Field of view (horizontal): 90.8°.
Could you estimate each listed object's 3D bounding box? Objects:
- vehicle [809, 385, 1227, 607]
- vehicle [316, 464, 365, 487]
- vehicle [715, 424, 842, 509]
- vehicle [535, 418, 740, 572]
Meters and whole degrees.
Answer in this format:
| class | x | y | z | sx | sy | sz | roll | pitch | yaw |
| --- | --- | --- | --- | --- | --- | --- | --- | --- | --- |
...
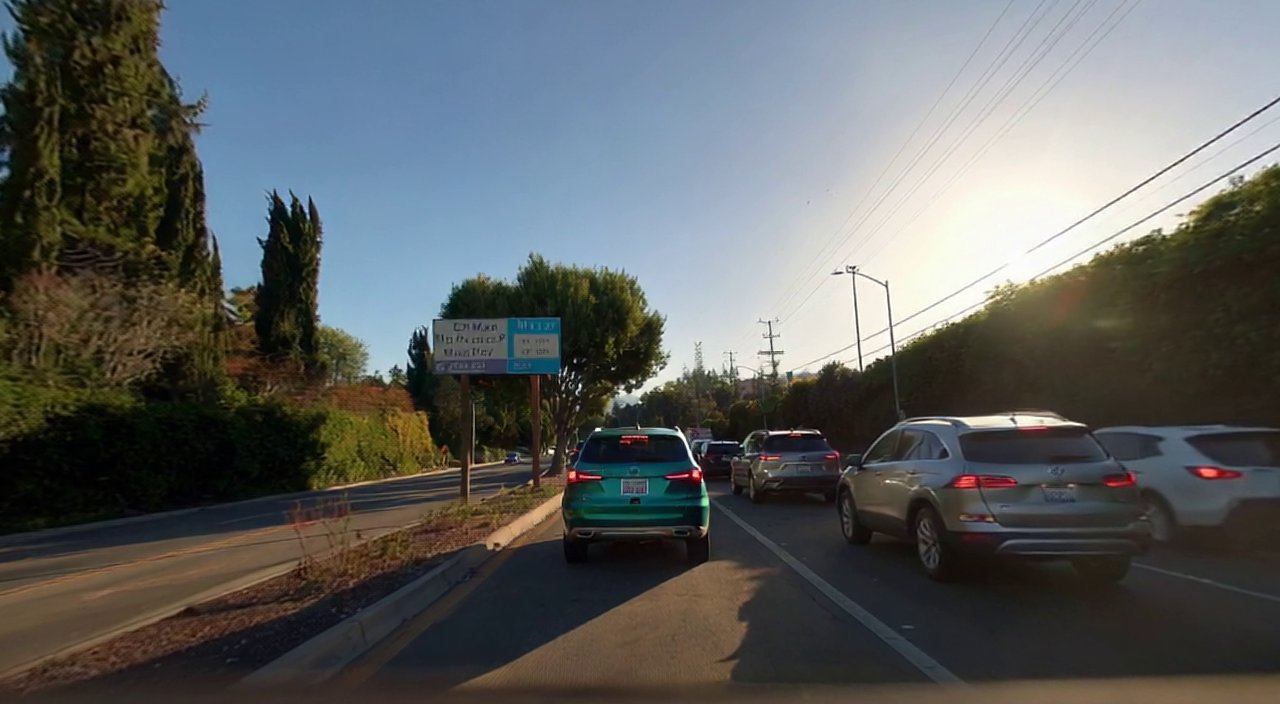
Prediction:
| class | x | y | z | sx | sy | sz | roll | pitch | yaw |
| --- | --- | --- | --- | --- | --- | --- | --- | --- | --- |
| vehicle | 3.514 | 1.426 | 7.100 | 2.001 | 1.707 | 4.250 | 0 | -8 | -1 |
| vehicle | -22.906 | 9.463 | 48.482 | 1.847 | 1.554 | 3.926 | 0 | -8 | -1 |
| vehicle | 3.268 | 2.815 | 16.008 | 2.097 | 1.818 | 4.625 | 0 | -8 | -1 |
| vehicle | -0.058 | 1.848 | 8.986 | 2.199 | 1.641 | 4.232 | 0 | -8 | -1 |
